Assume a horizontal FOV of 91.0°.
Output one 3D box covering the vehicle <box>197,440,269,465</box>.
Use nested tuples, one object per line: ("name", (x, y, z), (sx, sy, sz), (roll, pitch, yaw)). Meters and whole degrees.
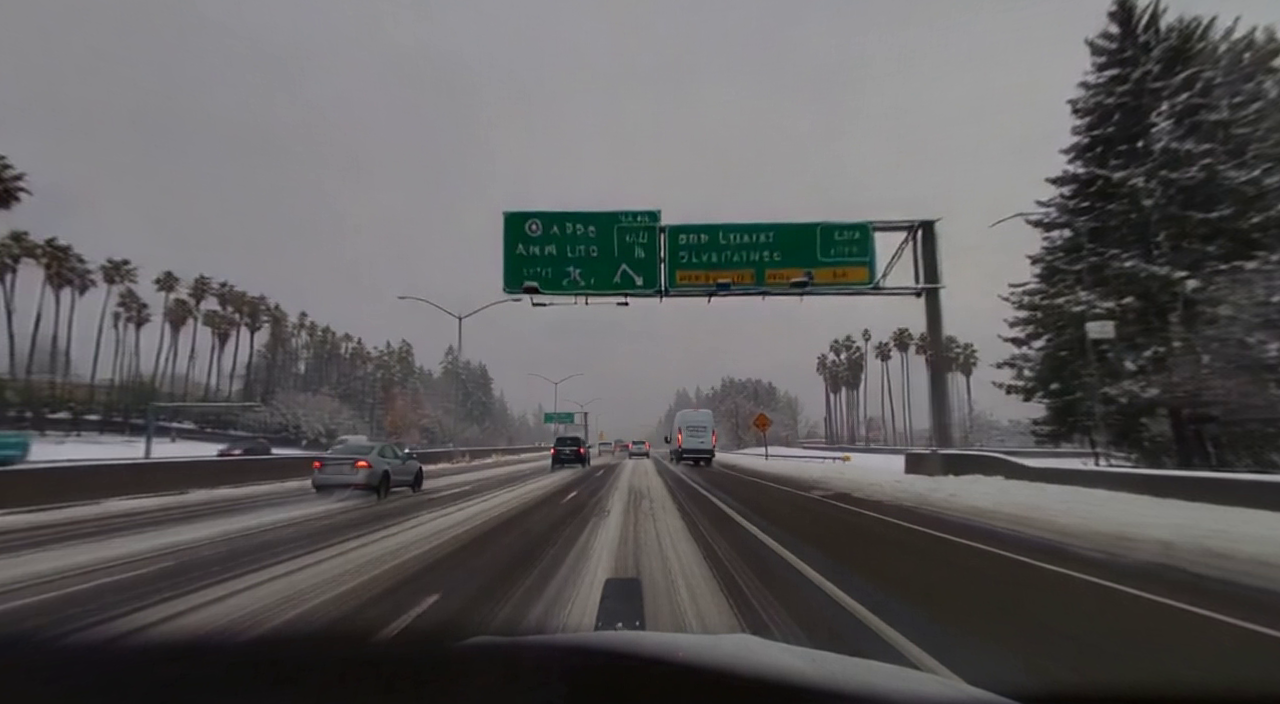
("vehicle", (-31.346, 7.727, 48.709), (2.342, 1.798, 4.902), (0, -9, -1))

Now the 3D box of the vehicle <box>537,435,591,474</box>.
("vehicle", (-3.506, 4.832, 29.879), (2.017, 1.683, 4.094), (0, -9, 0))

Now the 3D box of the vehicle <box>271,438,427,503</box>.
("vehicle", (-7.498, 3.087, 16.823), (2.050, 1.487, 4.372), (0, -9, 0))

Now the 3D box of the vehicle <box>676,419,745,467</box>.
("vehicle", (4.256, 6.098, 41.898), (2.891, 2.596, 15.534), (0, -9, 0))
